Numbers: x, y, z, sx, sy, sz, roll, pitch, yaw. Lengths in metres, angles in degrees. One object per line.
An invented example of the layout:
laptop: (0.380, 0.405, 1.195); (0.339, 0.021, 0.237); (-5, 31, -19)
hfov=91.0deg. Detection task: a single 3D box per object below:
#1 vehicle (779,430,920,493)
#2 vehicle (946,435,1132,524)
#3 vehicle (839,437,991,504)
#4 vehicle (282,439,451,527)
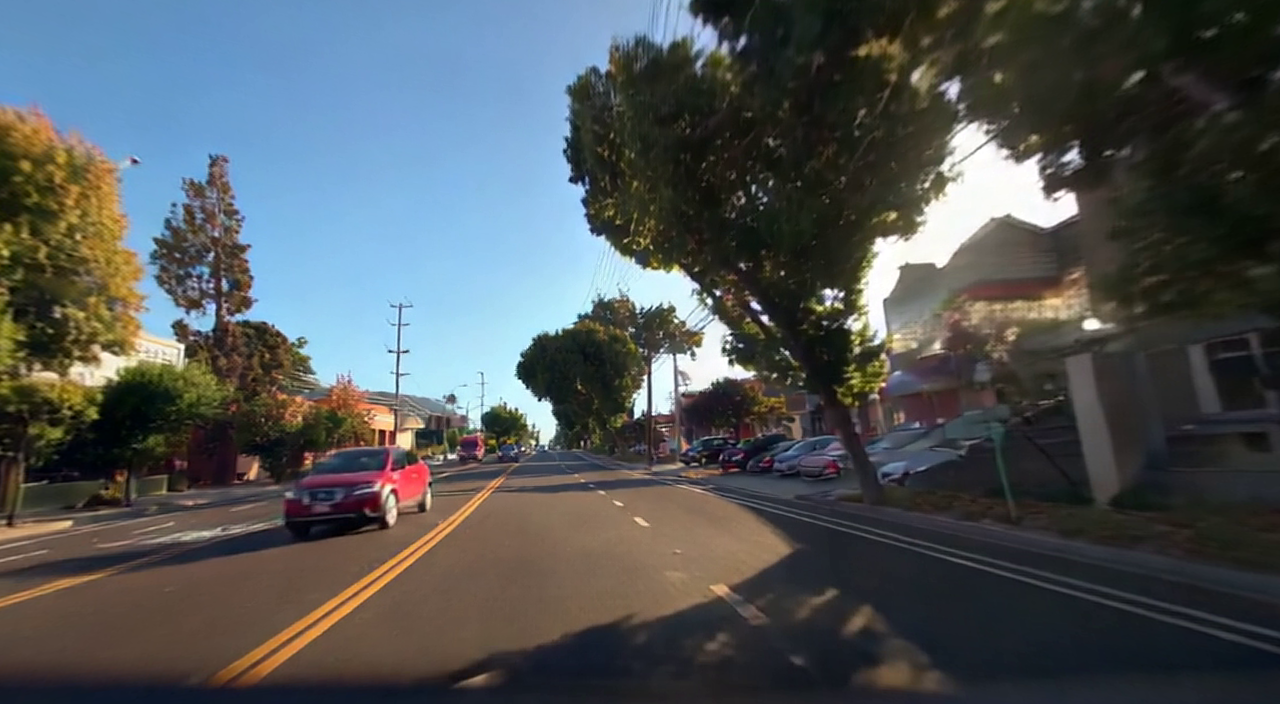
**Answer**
vehicle: (7.122, 3.585, 21.103); (5.112, 1.832, 2.290); (8, -12, -43)
vehicle: (8.644, 2.579, 13.442); (4.853, 1.526, 2.074); (8, -12, -43)
vehicle: (7.603, 3.138, 17.199); (4.502, 1.564, 2.057); (7, -11, -42)
vehicle: (-5.507, 2.651, 13.434); (2.122, 1.517, 4.465); (1, -9, -8)
